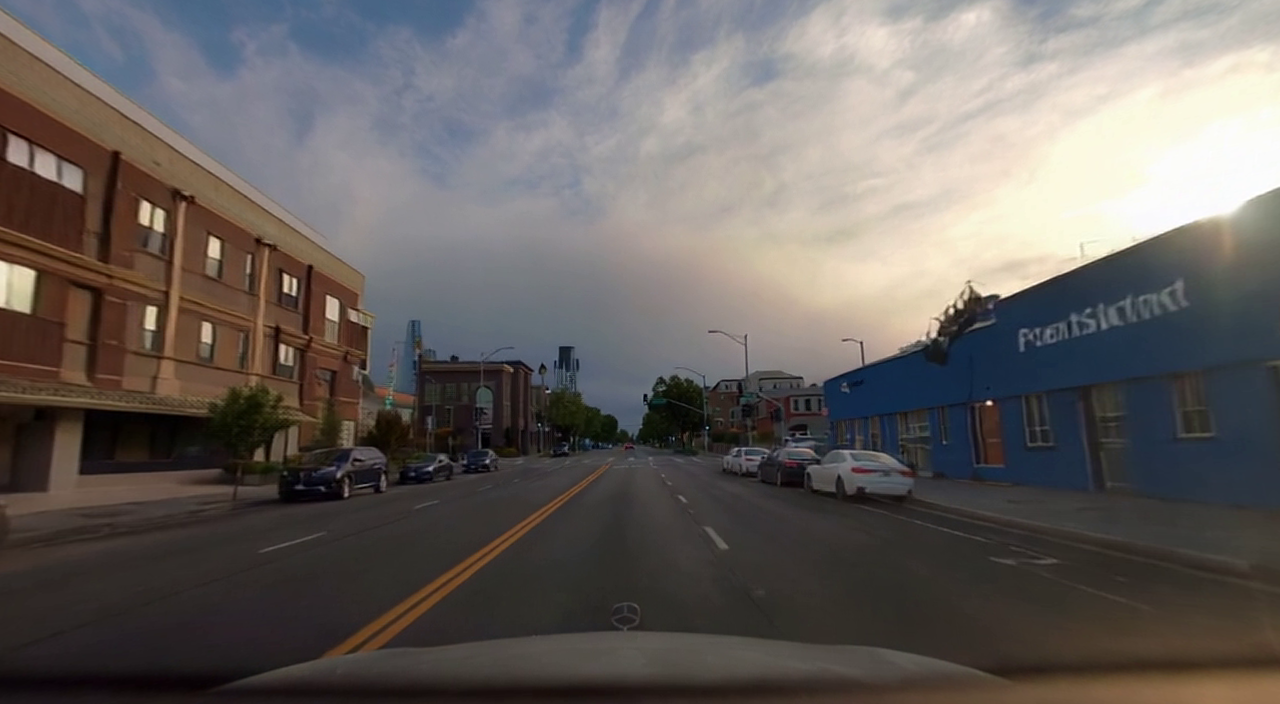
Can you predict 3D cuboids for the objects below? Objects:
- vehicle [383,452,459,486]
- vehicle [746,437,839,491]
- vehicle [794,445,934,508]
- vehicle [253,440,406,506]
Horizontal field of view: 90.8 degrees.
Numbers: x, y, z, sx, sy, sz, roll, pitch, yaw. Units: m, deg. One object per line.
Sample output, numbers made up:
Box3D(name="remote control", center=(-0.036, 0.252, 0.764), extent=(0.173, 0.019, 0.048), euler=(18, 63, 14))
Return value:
Box3D(name="vehicle", center=(-10.210, 5.466, 29.823), extent=(1.953, 1.387, 4.529), euler=(-1, -8, 0))
Box3D(name="vehicle", center=(5.714, 4.247, 24.430), extent=(2.227, 1.811, 5.172), euler=(0, -8, -1))
Box3D(name="vehicle", center=(6.118, 3.428, 18.040), extent=(2.038, 1.482, 4.994), euler=(0, -8, -2))
Box3D(name="vehicle", center=(-9.897, 3.852, 20.808), extent=(2.228, 1.863, 5.407), euler=(-1, -8, 1))
